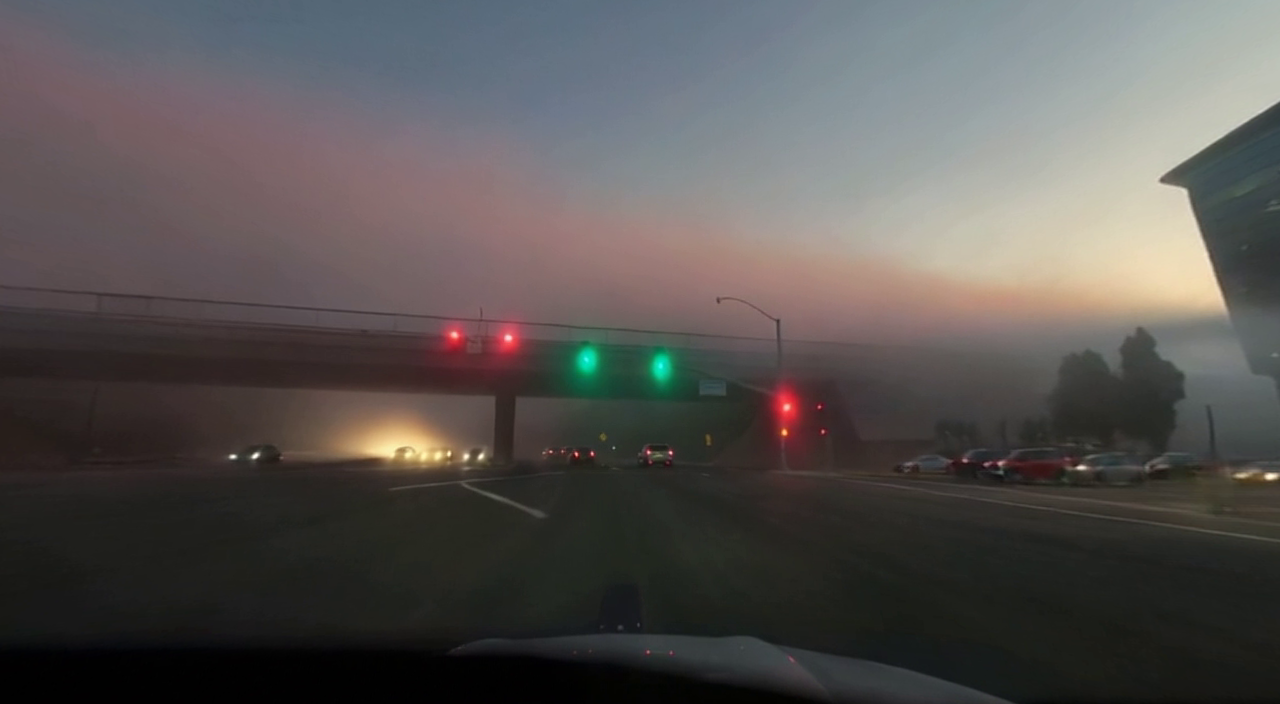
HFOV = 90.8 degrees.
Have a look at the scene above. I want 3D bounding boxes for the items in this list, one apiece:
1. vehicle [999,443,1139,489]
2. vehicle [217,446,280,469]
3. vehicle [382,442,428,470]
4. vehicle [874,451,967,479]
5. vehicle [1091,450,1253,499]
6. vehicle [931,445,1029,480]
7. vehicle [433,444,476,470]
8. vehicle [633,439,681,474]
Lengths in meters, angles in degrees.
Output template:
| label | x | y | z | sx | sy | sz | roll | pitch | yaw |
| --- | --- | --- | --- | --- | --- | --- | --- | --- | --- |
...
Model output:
| label | x | y | z | sx | sy | sz | roll | pitch | yaw |
| --- | --- | --- | --- | --- | --- | --- | --- | --- | --- |
| vehicle | 16.635 | 4.404 | 24.545 | 4.501 | 1.631 | 2.165 | 4 | -9 | -20 |
| vehicle | -27.734 | 7.479 | 44.981 | 2.020 | 1.515 | 4.808 | 2 | -9 | -9 |
| vehicle | -15.035 | 6.652 | 40.635 | 1.989 | 1.619 | 4.612 | 2 | -7 | -11 |
| vehicle | 15.392 | 6.202 | 34.721 | 4.490 | 1.430 | 1.996 | 4 | -9 | -20 |
| vehicle | 17.267 | 3.931 | 20.530 | 4.538 | 1.417 | 1.948 | 4 | -9 | -21 |
| vehicle | 16.681 | 5.409 | 31.019 | 4.154 | 1.603 | 1.834 | 4 | -9 | -20 |
| vehicle | -12.188 | 6.921 | 41.757 | 1.961 | 1.492 | 4.479 | 1 | -7 | -7 |
| vehicle | 0.845 | 5.557 | 33.750 | 2.024 | 1.724 | 3.928 | 2 | -9 | -7 |
